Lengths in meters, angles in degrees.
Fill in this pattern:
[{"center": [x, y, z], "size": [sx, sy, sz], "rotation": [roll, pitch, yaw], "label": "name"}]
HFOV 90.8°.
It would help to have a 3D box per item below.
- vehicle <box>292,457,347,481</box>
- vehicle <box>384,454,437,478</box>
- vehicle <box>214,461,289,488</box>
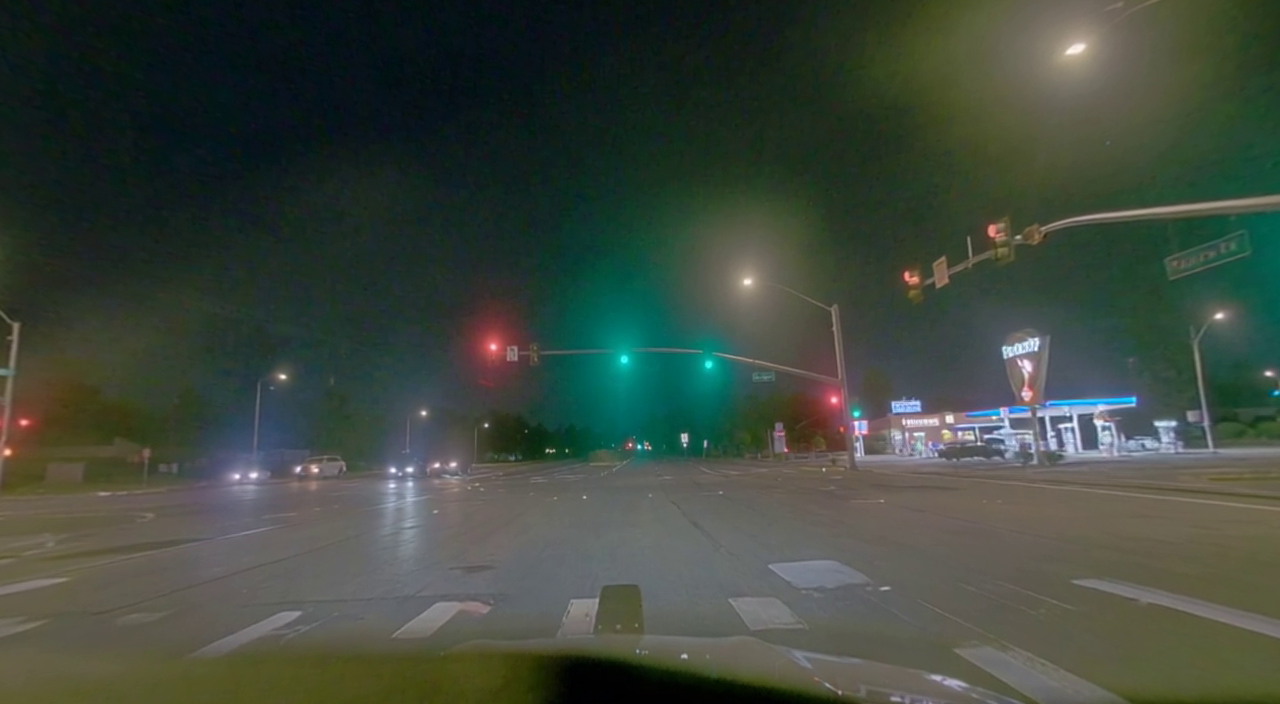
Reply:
[{"center": [-24.785, 9.022, 49.027], "size": [2.098, 1.684, 4.388], "rotation": [0, -9, -2], "label": "vehicle"}, {"center": [-15.331, 7.630, 42.520], "size": [1.920, 1.434, 4.328], "rotation": [0, -9, 0], "label": "vehicle"}, {"center": [-24.695, 7.777, 40.358], "size": [1.895, 1.483, 4.790], "rotation": [0, -9, -2], "label": "vehicle"}]
